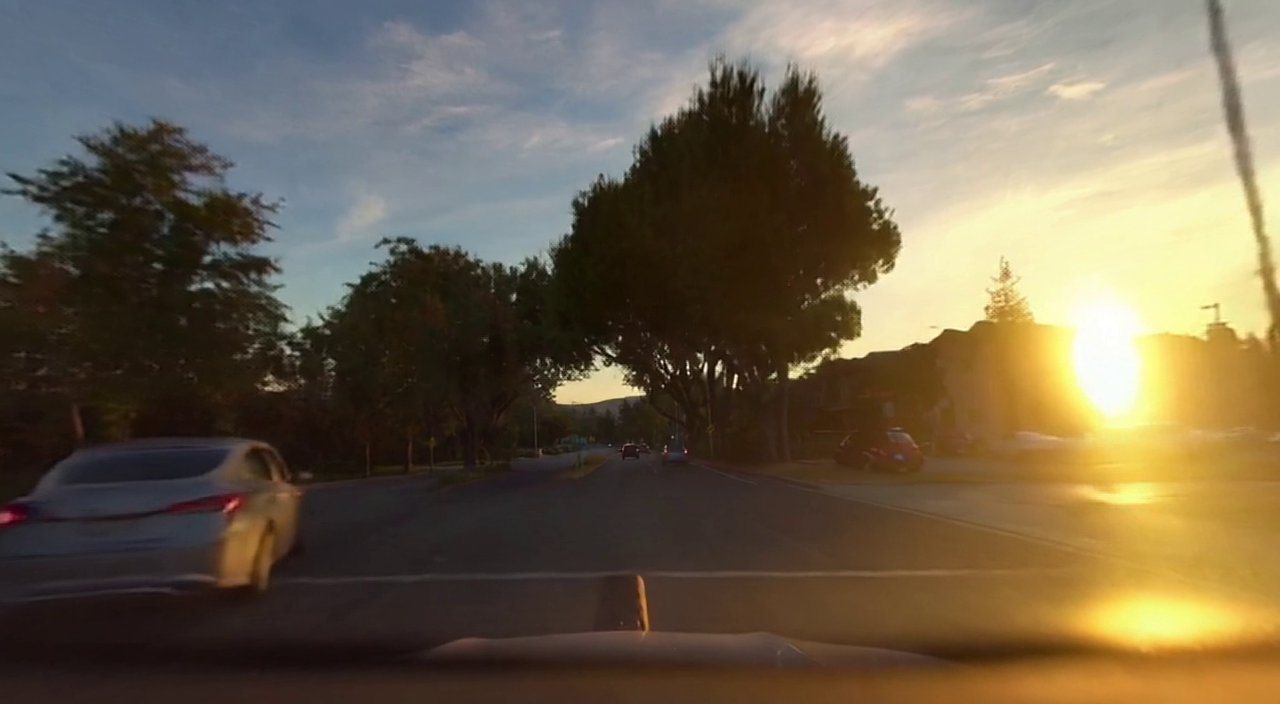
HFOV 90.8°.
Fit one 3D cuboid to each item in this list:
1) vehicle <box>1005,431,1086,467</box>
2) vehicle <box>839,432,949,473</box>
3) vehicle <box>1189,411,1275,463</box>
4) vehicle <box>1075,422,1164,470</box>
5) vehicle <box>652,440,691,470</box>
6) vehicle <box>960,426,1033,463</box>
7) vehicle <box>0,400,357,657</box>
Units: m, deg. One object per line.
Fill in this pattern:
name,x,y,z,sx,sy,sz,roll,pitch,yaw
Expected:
vehicle,18.153,4.291,28.173,2.106,1.460,4.389,-8,-11,43
vehicle,10.508,4.166,26.338,1.903,1.569,3.751,5,-10,-33
vehicle,24.197,3.511,25.807,2.210,1.906,4.718,-8,-12,44
vehicle,18.674,3.632,24.497,2.150,1.659,4.678,-8,-11,42
vehicle,1.766,5.969,36.726,2.003,1.614,4.072,0,-8,-1
vehicle,18.157,4.689,32.049,2.043,1.691,4.436,-8,-11,43
vehicle,-4.641,1.537,6.734,2.205,1.706,4.904,2,-9,-16
